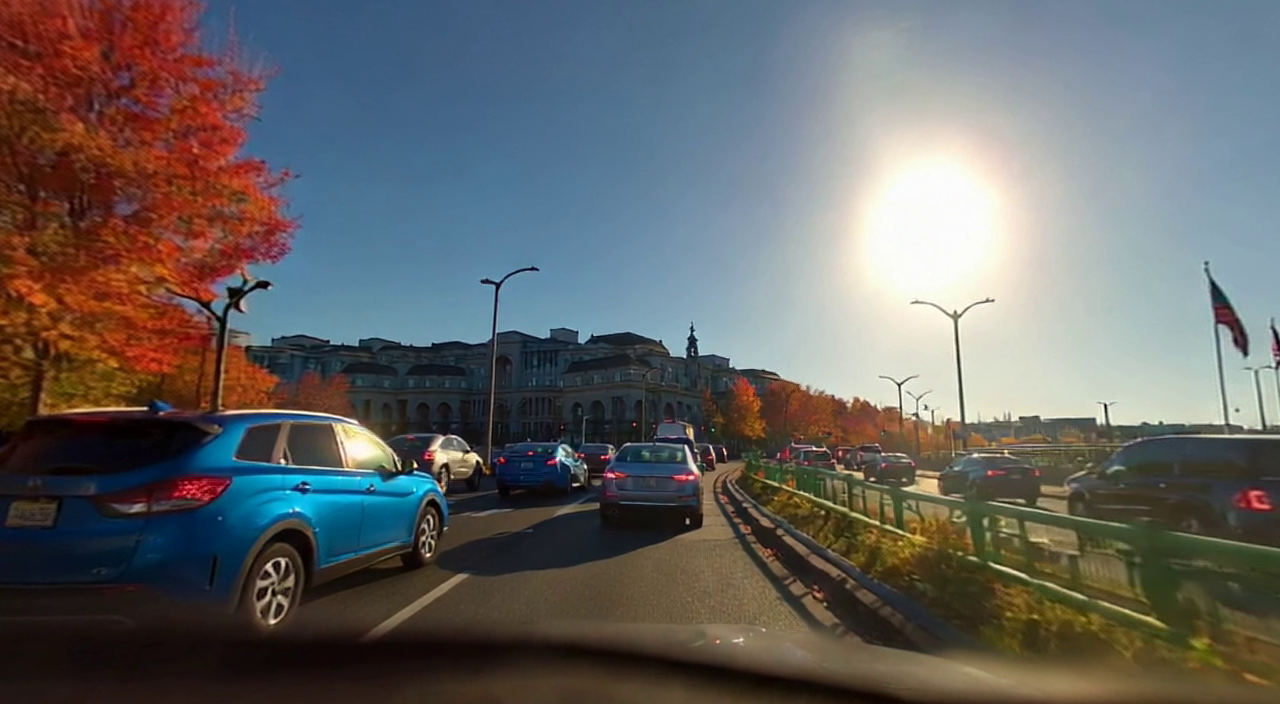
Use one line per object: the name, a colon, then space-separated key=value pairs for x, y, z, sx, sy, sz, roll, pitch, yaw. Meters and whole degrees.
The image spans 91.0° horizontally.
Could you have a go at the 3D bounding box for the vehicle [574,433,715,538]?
vehicle: x=0.214 y=2.288 z=11.488 sx=2.090 sy=1.506 sz=4.276 roll=0 pitch=-9 yaw=4

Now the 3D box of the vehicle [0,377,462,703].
vehicle: x=-3.159 y=1.249 z=5.062 sx=1.988 sy=1.635 sz=4.260 roll=0 pitch=-9 yaw=3

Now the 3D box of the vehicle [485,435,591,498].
vehicle: x=-2.791 y=3.275 z=18.419 sx=1.974 sy=1.549 sz=4.603 roll=0 pitch=-9 yaw=5

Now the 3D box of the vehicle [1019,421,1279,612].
vehicle: x=6.512 y=1.636 z=6.859 sx=2.011 sy=1.610 sz=4.568 roll=0 pitch=-9 yaw=2

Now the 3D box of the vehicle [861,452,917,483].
vehicle: x=12.868 y=5.953 z=32.786 sx=1.749 sy=1.481 sz=3.808 roll=0 pitch=-9 yaw=6

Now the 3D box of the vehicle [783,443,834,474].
vehicle: x=8.880 y=5.630 z=33.522 sx=1.944 sy=1.544 sz=4.301 roll=0 pitch=-9 yaw=7

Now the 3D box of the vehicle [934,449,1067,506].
vehicle: x=11.342 y=3.922 z=20.248 sx=1.934 sy=1.585 sz=4.397 roll=0 pitch=-9 yaw=5
